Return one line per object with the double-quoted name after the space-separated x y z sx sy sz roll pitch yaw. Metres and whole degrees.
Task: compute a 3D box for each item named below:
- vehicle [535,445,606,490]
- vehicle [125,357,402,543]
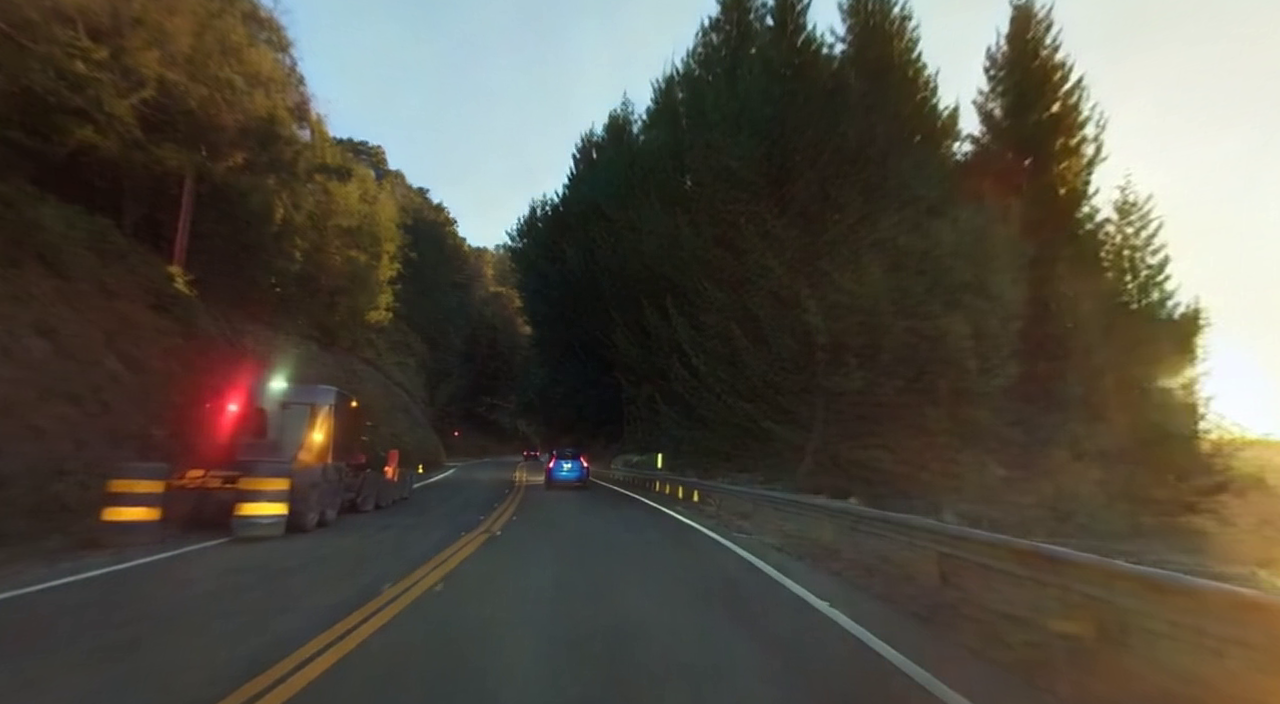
-2.692 4.223 23.459 2.259 1.503 4.075 2 -9 -11 "vehicle"
-6.060 1.661 10.965 2.257 2.597 4.069 0 -9 -2 "vehicle"
